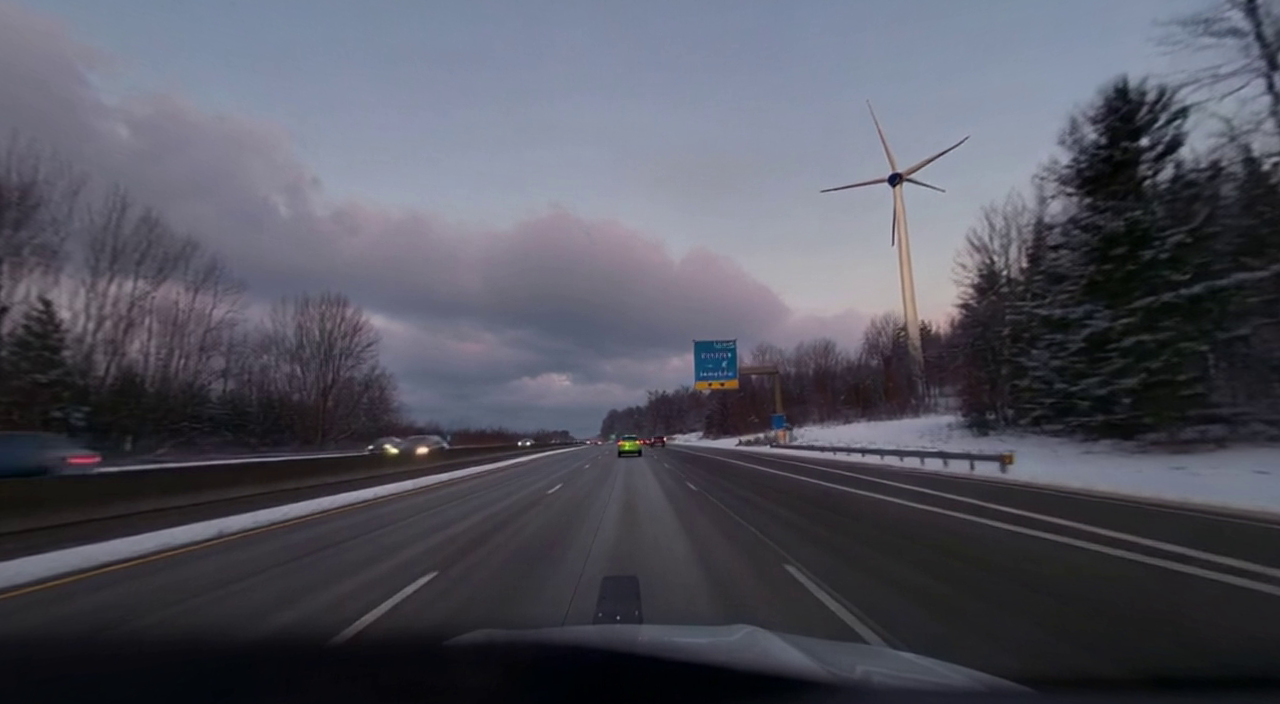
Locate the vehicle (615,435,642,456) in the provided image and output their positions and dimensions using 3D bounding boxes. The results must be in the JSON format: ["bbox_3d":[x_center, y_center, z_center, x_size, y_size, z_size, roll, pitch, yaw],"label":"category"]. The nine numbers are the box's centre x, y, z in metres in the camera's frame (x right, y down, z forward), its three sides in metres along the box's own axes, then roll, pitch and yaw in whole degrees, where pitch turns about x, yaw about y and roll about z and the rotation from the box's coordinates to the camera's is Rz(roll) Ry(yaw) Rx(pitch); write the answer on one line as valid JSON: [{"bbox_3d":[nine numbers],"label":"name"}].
[{"bbox_3d":[-0.889,6.939,46.758,1.892,1.496,3.575,0,-8,-2],"label":"vehicle"}]

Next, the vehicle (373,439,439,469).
[{"bbox_3d":[-12.658,5.503,34.310,1.923,1.501,4.517,0,-8,0],"label":"vehicle"}]

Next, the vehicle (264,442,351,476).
[{"bbox_3d":[-16.625,5.344,31.739,1.890,1.523,4.755,0,-8,-1],"label":"vehicle"}]
